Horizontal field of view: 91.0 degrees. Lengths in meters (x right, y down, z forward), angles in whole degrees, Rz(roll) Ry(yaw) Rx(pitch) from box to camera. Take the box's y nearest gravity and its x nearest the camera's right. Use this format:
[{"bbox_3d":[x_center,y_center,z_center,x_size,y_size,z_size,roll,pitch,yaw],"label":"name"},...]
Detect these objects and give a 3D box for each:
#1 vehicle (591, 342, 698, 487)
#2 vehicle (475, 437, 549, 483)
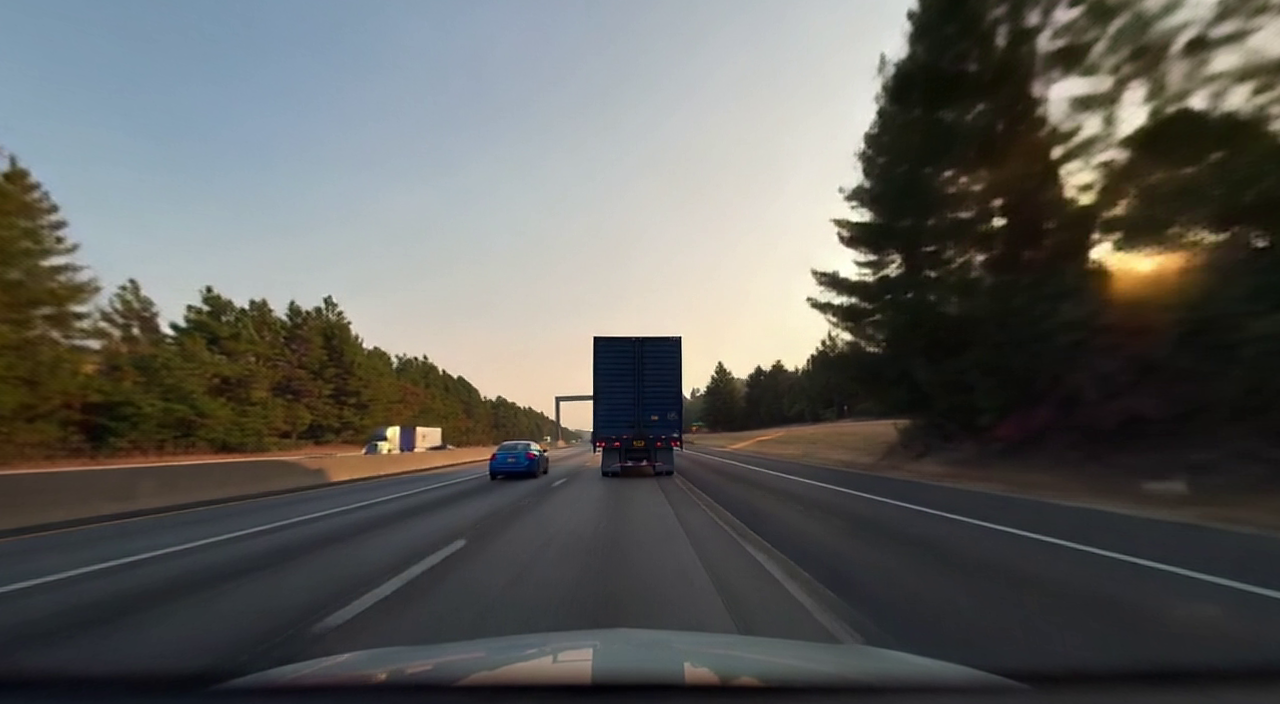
[{"bbox_3d":[-0.007,2.532,23.594,3.073,4.196,10.546,0,-8,-1],"label":"vehicle"},{"bbox_3d":[-4.608,3.935,23.288,1.854,1.530,4.268,0,-8,0],"label":"vehicle"}]
